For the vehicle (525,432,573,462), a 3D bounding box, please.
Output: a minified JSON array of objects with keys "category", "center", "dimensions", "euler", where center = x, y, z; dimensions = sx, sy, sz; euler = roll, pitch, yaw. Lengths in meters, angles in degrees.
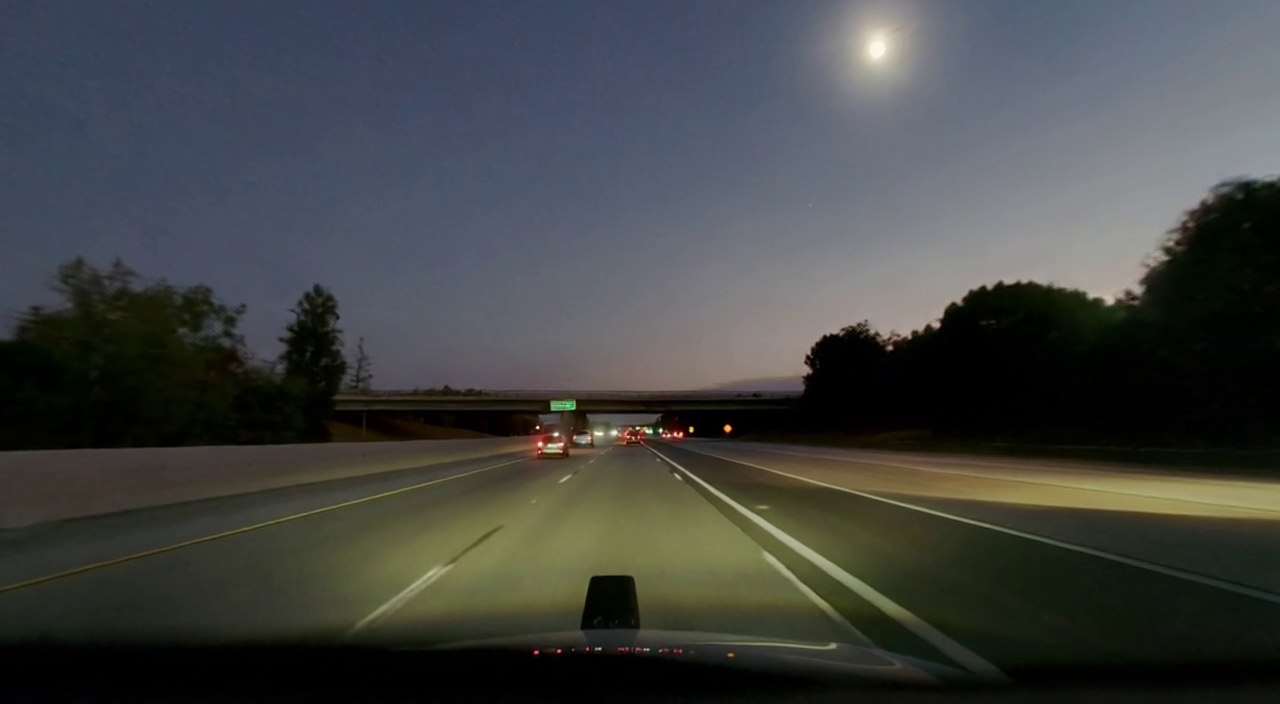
[{"category":"vehicle","center":[-4.683,4.937,32.866],"dimensions":[1.933,1.473,4.023],"euler":[0,-8,-1]}]
